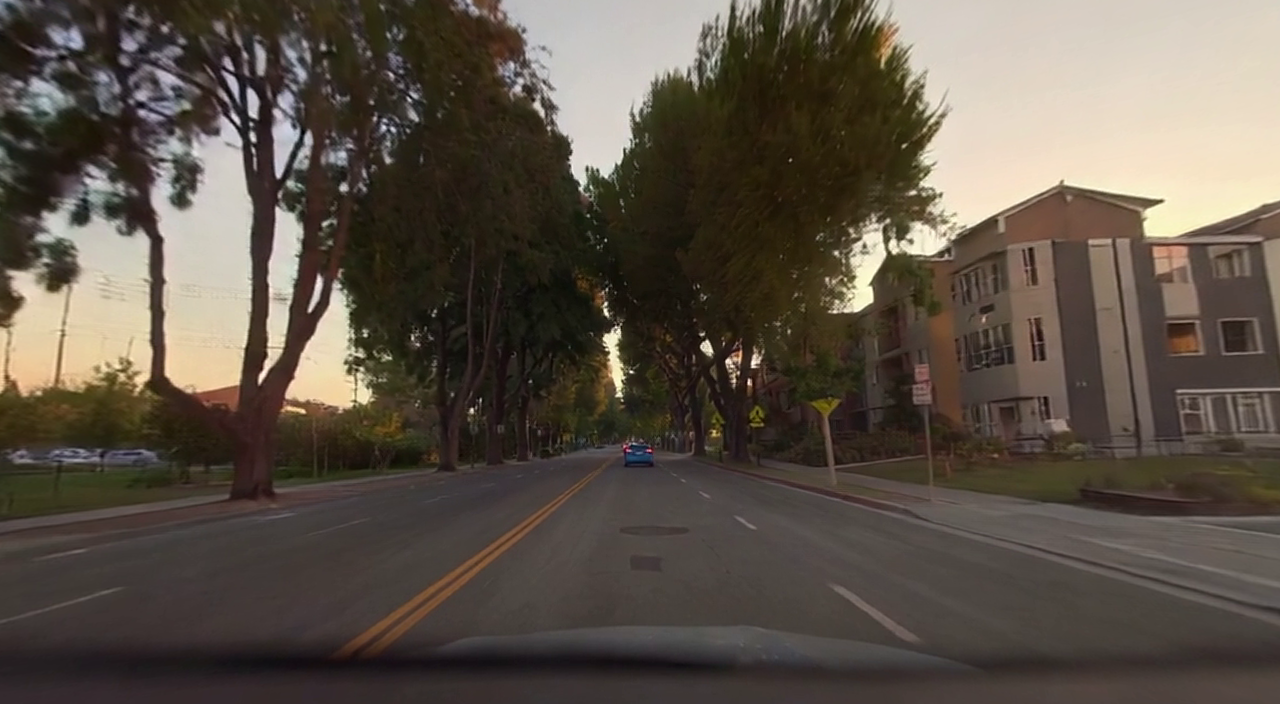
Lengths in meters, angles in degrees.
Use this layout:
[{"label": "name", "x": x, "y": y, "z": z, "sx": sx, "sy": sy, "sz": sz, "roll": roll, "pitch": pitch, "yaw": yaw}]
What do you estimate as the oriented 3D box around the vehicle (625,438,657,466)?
[{"label": "vehicle", "x": 0.101, "y": 6.482, "z": 40.846, "sx": 1.981, "sy": 1.703, "sz": 3.691, "roll": 0, "pitch": -8, "yaw": 1}]
